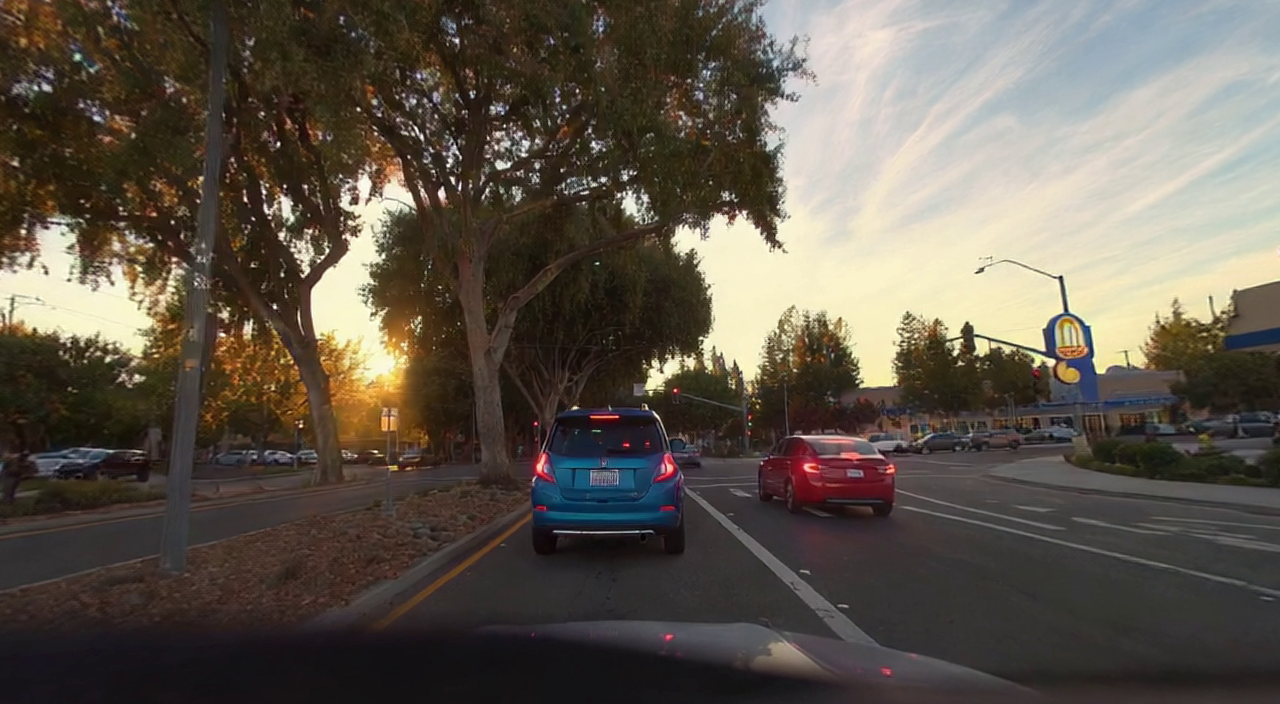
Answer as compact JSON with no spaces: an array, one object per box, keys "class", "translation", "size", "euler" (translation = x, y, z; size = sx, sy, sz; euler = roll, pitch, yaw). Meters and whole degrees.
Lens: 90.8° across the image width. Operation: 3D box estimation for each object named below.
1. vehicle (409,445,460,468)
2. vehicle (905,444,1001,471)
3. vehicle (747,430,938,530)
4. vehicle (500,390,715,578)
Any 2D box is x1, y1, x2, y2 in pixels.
[{"class":"vehicle","translation":[-13.579,6.904,41.979],"size":[1.983,1.460,4.456],"euler":[0,-9,-2]},{"class":"vehicle","translation":[17.167,5.773,34.782],"size":[4.290,1.427,1.751],"euler":[0,-9,2]},{"class":"vehicle","translation":[3.602,2.375,12.382],"size":[2.098,1.555,4.778],"euler":[0,-9,-1]},{"class":"vehicle","translation":[-0.304,1.645,8.621],"size":[2.096,1.837,4.687],"euler":[0,-9,0]}]
